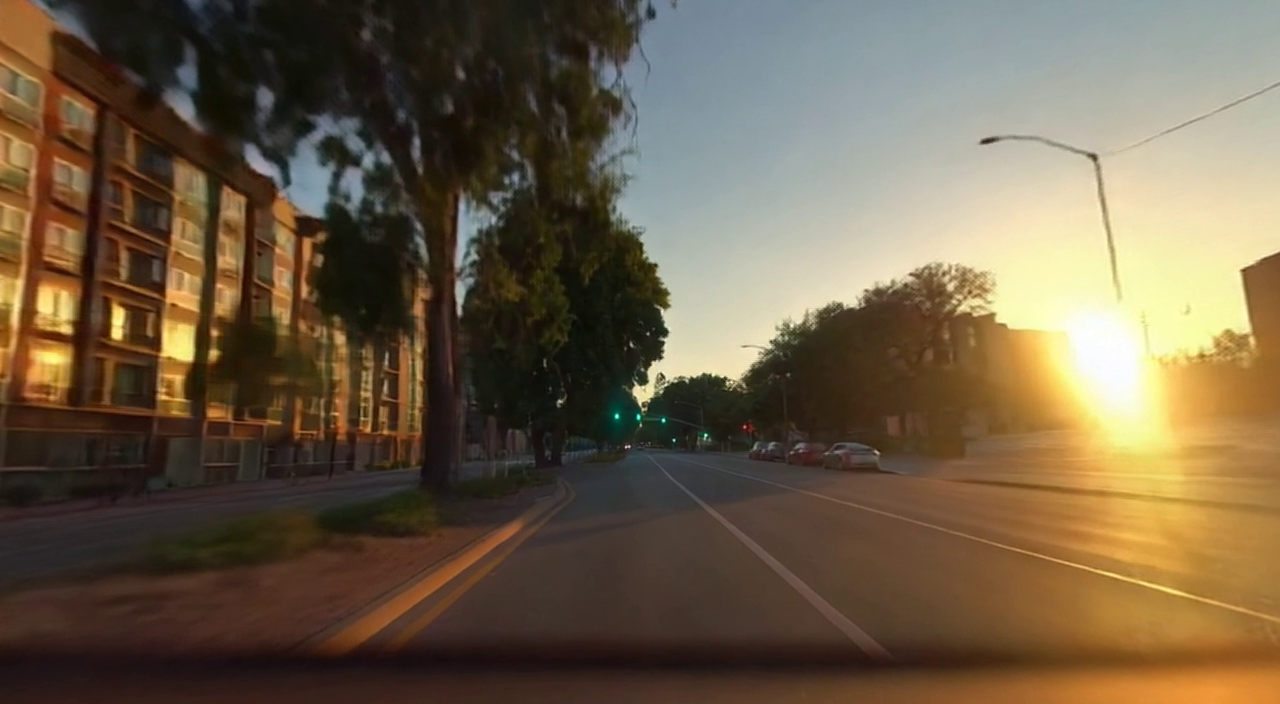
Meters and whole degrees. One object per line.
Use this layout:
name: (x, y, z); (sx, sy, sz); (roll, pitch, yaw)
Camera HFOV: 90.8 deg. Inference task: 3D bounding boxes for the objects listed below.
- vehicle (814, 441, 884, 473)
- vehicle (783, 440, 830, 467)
vehicle: (10.319, 5.206, 31.553); (1.956, 1.462, 4.306); (0, -9, -1)
vehicle: (10.396, 6.368, 39.714); (1.889, 1.631, 4.021); (0, -9, 0)
